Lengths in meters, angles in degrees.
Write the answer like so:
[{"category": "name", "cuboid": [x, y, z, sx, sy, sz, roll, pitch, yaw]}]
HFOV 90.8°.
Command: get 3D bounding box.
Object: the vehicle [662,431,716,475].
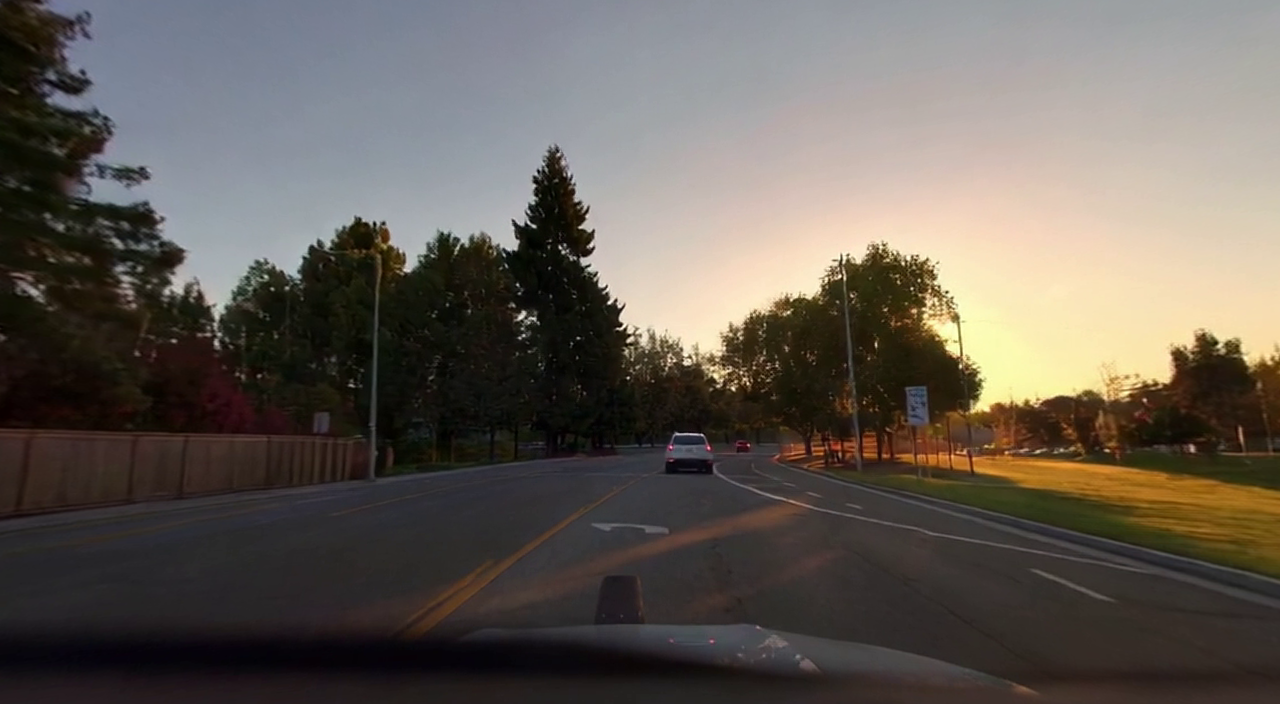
[{"category": "vehicle", "cuboid": [2.170, 4.548, 28.689, 2.230, 1.827, 4.580, 0, -8, 4]}]
